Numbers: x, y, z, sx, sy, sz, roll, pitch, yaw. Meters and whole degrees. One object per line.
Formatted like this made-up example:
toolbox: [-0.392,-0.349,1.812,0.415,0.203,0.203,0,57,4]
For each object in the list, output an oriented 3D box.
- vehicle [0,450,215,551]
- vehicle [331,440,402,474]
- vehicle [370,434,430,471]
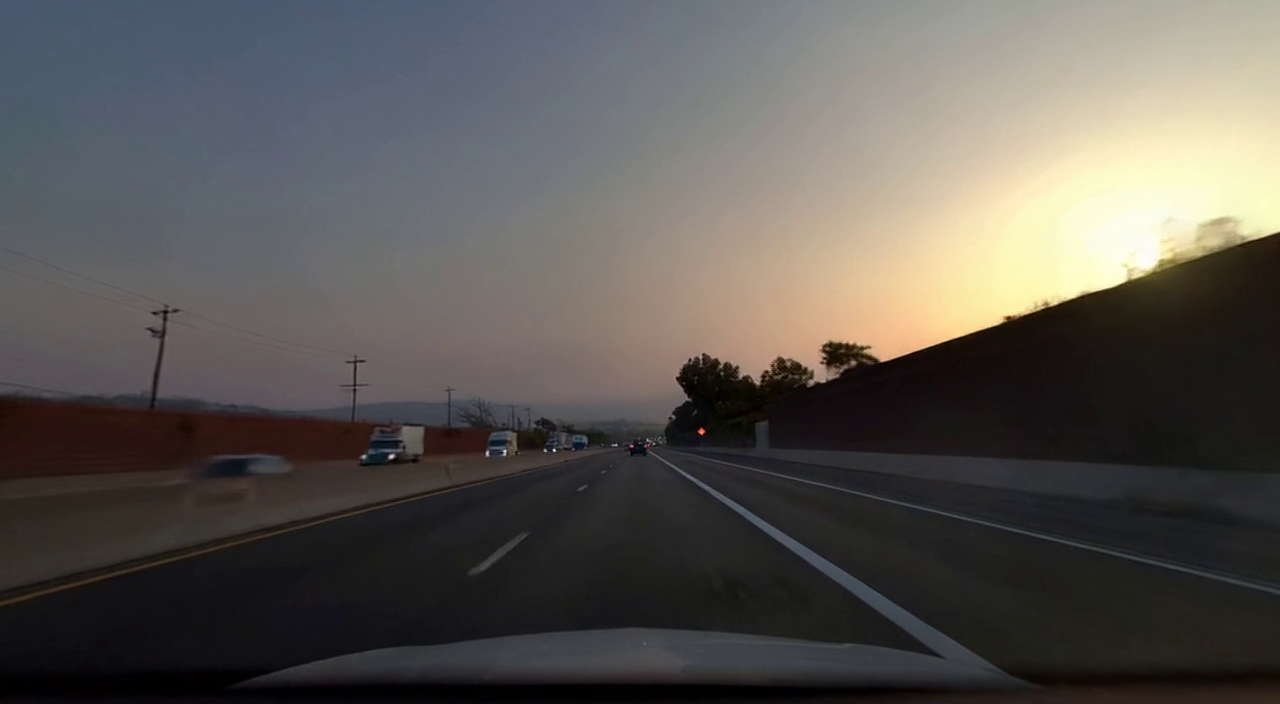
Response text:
vehicle: [-10.477,2.631,11.888,1.934,1.497,4.181,0,-8,0]
vehicle: [-18.739,7.164,43.378,2.403,2.187,5.419,0,-8,0]
vehicle: [-18.823,7.876,49.672,2.424,2.756,5.523,0,-8,1]
